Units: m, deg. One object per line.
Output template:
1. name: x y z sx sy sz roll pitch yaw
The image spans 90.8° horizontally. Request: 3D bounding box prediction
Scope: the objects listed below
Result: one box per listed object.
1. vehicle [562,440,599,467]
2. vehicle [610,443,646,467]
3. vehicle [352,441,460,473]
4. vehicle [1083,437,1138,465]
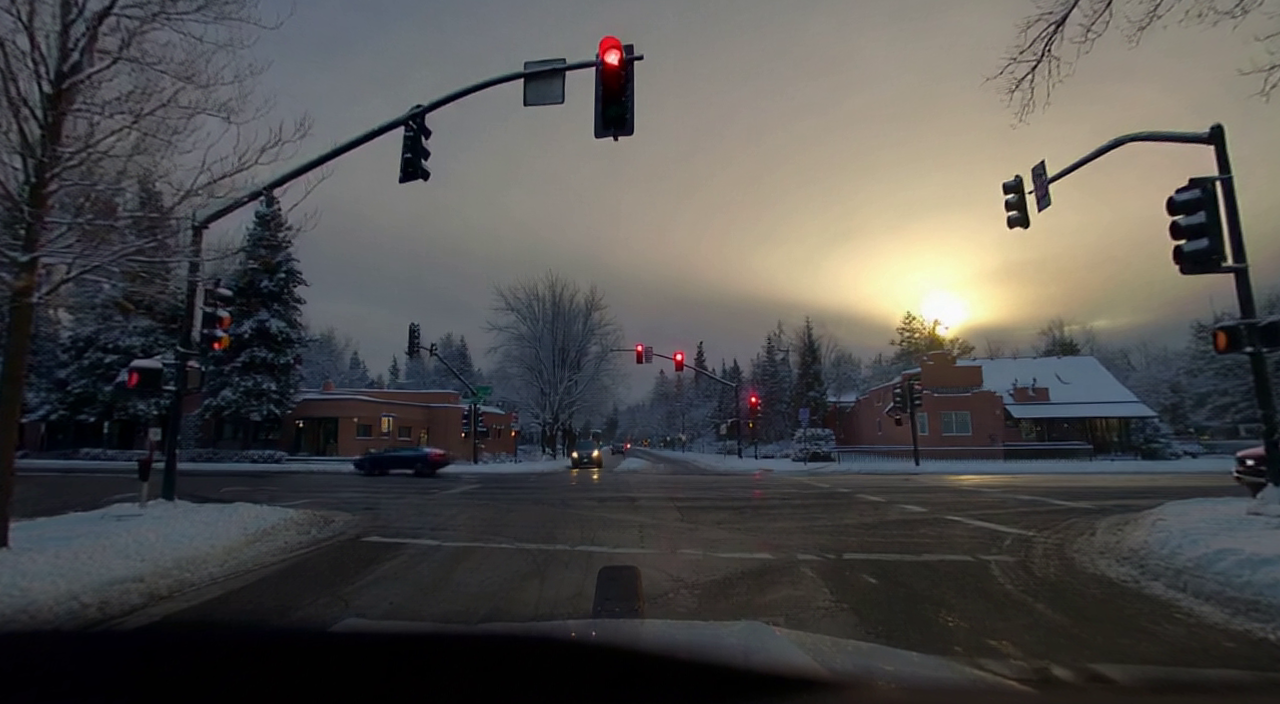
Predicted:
1. vehicle: -4.119 7.106 44.256 2.251 1.756 4.610 0 -9 -2
2. vehicle: -0.866 6.859 42.147 2.056 1.492 3.937 1 -9 -6
3. vehicle: -11.441 5.125 30.980 4.588 1.484 2.000 -3 -9 14
4. vehicle: 26.964 5.657 36.145 2.092 1.474 4.046 -8 -11 40
